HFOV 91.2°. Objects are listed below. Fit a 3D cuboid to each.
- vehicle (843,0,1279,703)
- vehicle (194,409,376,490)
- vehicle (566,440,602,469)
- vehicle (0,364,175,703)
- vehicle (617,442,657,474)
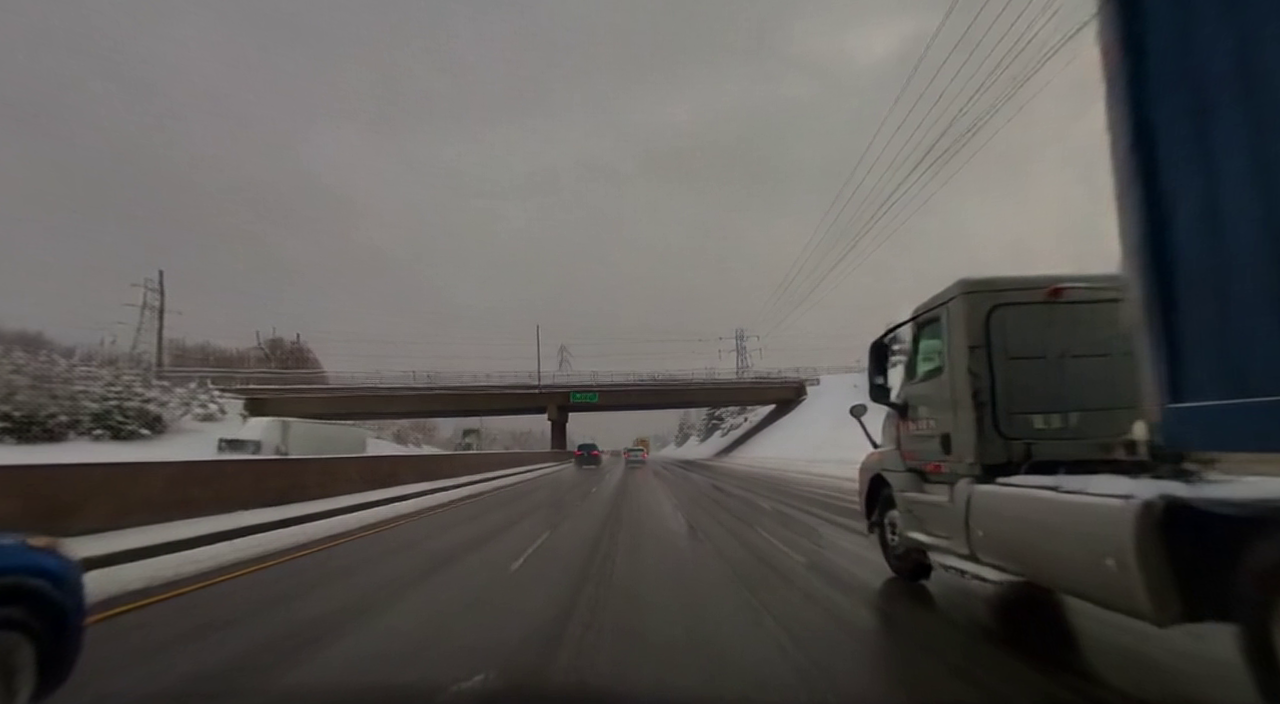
[{"bbox_3d":[3.871,-0.303,1.804,3.011,3.930,10.078,0,-9,-1],"label":"vehicle"},{"bbox_3d":[-19.751,5.664,36.577,3.082,3.832,12.998,0,-9,0],"label":"vehicle"},{"bbox_3d":[-3.775,7.093,43.427,2.077,1.884,4.961,0,-9,0],"label":"vehicle"},{"bbox_3d":[-3.256,0.635,0.974,1.987,1.548,3.981,0,-9,0],"label":"vehicle"},{"bbox_3d":[-0.165,5.739,34.102,2.004,1.615,4.113,0,-9,0],"label":"vehicle"}]
